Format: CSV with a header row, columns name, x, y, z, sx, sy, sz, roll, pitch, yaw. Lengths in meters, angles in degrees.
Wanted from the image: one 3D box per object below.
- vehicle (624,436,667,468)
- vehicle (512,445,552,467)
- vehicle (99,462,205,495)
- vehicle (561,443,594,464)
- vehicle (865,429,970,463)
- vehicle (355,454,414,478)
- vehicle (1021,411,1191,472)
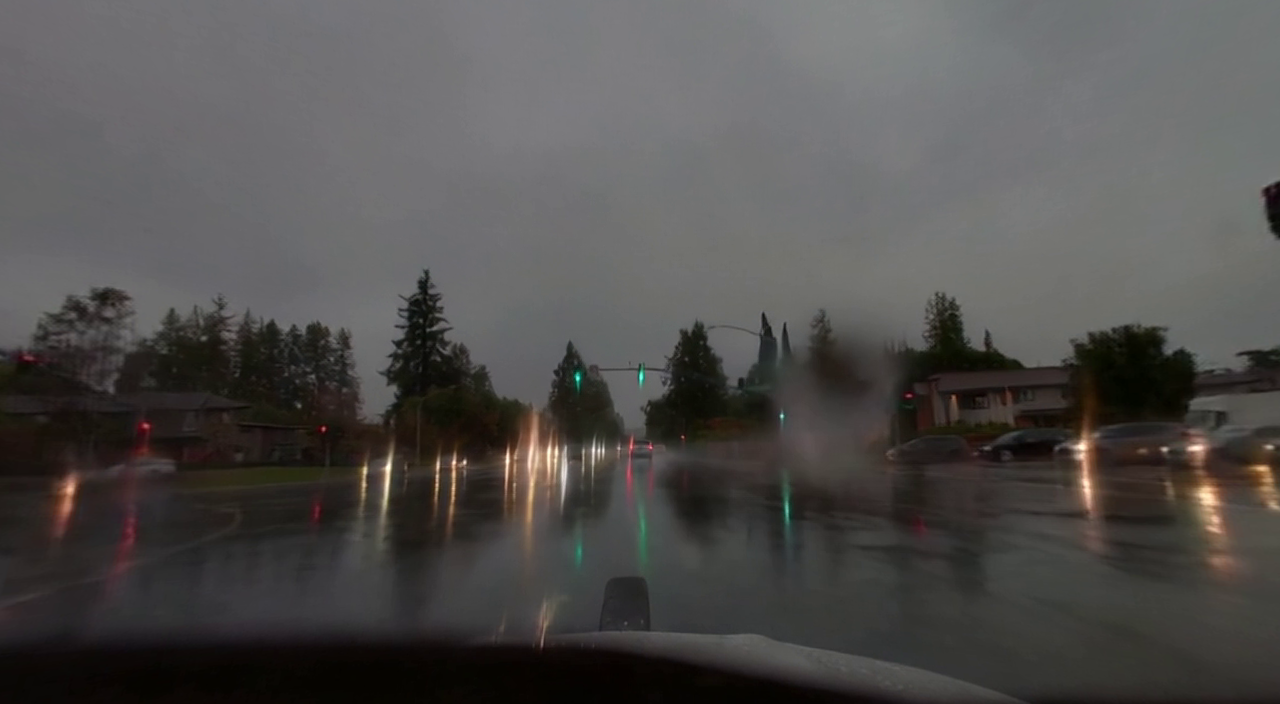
name,x,y,z,sx,sy,sz,roll,pitch,yaw
vehicle,0.318,5.984,37.826,2.437,1.737,4.420,-1,-8,0
vehicle,-7.804,7.535,45.940,2.154,1.499,4.461,-1,-8,0
vehicle,-26.825,6.937,34.741,4.403,1.511,2.024,6,-10,-38
vehicle,-4.742,7.761,48.392,1.994,1.494,4.599,-1,-8,1
vehicle,15.212,5.200,34.777,4.732,1.713,2.257,-1,-8,3
vehicle,-19.270,8.607,47.785,2.164,1.556,4.678,-2,-8,5
vehicle,17.524,3.394,23.895,4.554,1.704,2.121,-7,-8,2
